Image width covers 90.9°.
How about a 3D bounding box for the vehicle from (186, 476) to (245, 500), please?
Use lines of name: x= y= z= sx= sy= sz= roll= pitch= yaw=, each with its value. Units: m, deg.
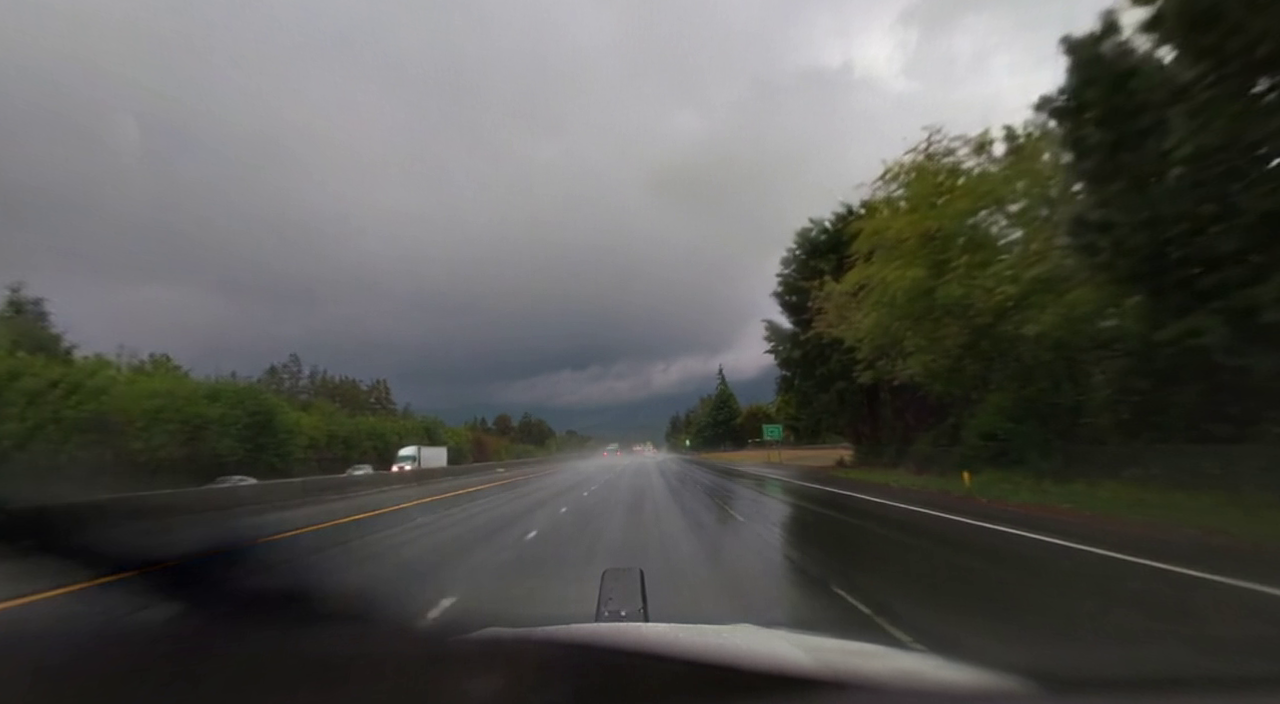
vehicle: x=-28.163 y=9.003 z=41.910 sx=1.480 sy=1.344 sz=3.328 roll=0 pitch=-8 yaw=2
